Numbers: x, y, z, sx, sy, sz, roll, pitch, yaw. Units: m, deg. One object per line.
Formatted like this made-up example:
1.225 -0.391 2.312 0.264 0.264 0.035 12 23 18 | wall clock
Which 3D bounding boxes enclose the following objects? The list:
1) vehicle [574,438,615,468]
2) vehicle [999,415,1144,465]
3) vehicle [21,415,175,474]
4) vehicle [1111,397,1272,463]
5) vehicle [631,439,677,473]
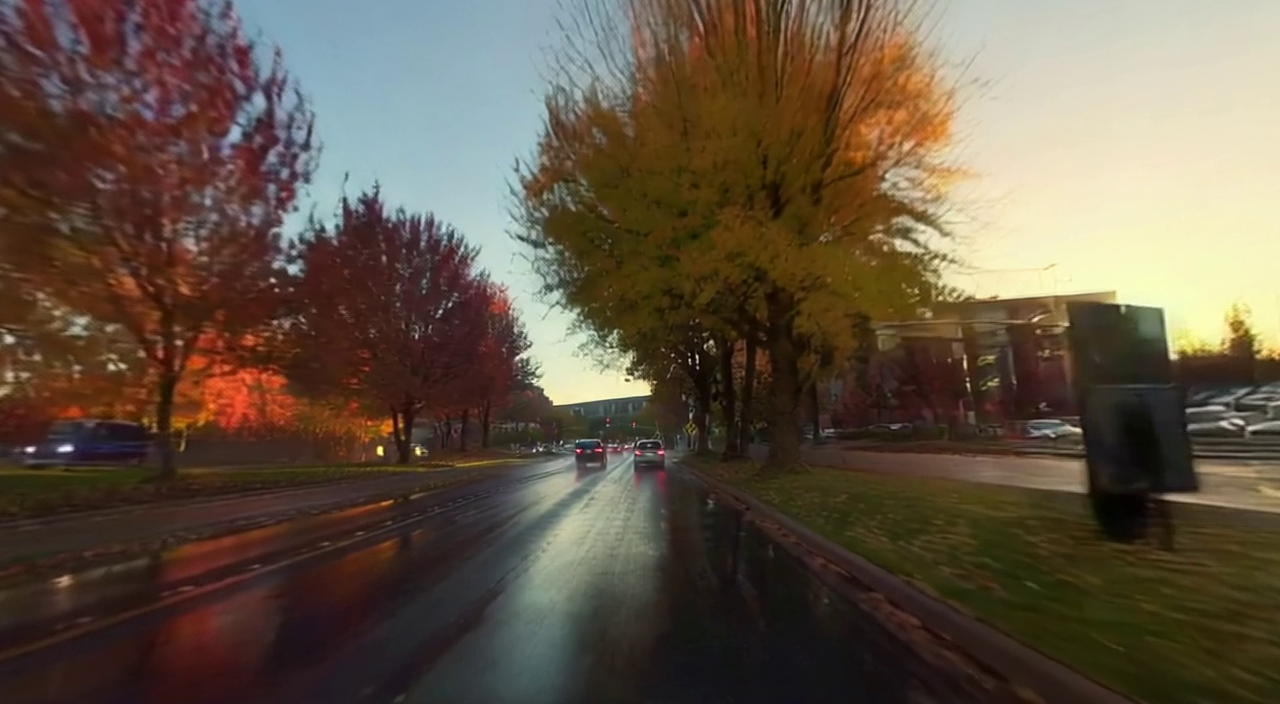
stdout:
-2.725 6.125 38.455 2.197 1.709 4.069 0 -8 0 | vehicle
26.383 5.439 38.693 6.918 2.911 2.524 0 -9 -1 | vehicle
-30.744 5.314 36.227 2.376 2.995 7.095 0 -8 1 | vehicle
22.935 3.360 26.475 4.440 2.545 2.105 -5 -10 25 | vehicle
0.624 4.956 30.261 2.040 1.493 3.682 0 -8 0 | vehicle
